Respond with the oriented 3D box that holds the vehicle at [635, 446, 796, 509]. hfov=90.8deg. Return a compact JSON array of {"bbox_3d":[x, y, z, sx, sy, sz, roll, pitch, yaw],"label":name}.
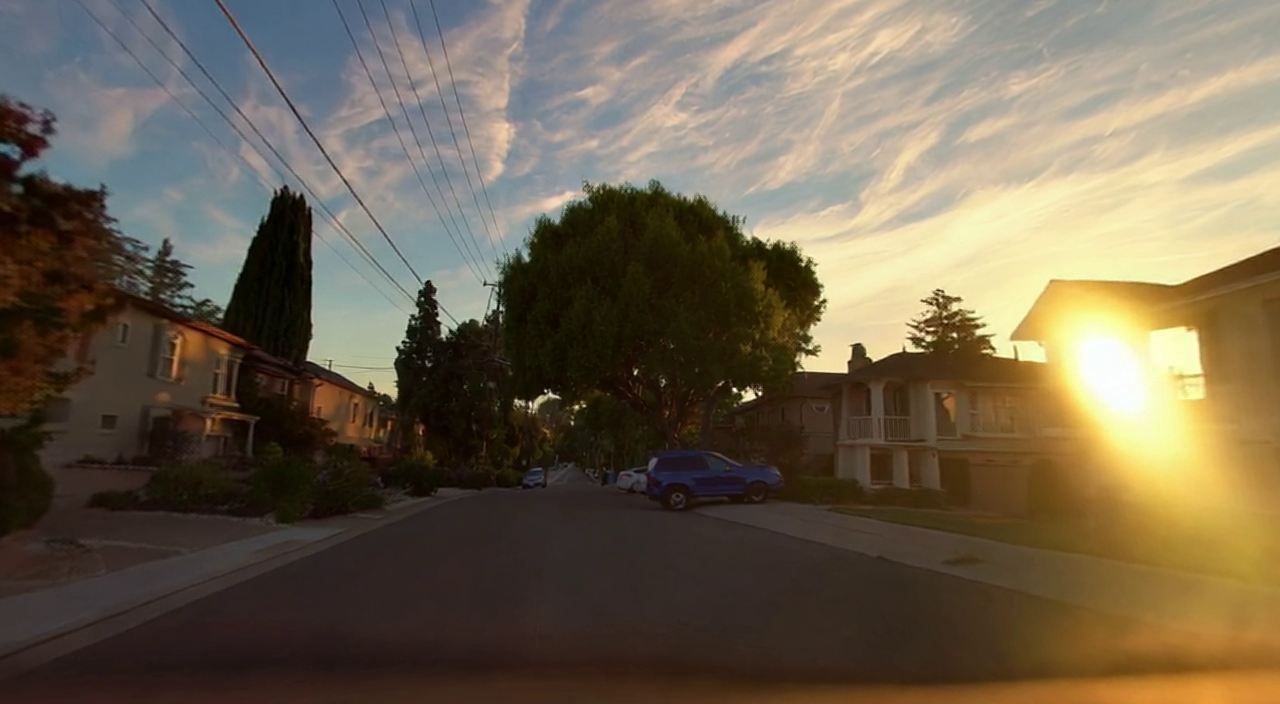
[{"bbox_3d":[2.194,3.690,18.962,4.413,1.728,1.869,1,-8,-10],"label":"vehicle"}]
